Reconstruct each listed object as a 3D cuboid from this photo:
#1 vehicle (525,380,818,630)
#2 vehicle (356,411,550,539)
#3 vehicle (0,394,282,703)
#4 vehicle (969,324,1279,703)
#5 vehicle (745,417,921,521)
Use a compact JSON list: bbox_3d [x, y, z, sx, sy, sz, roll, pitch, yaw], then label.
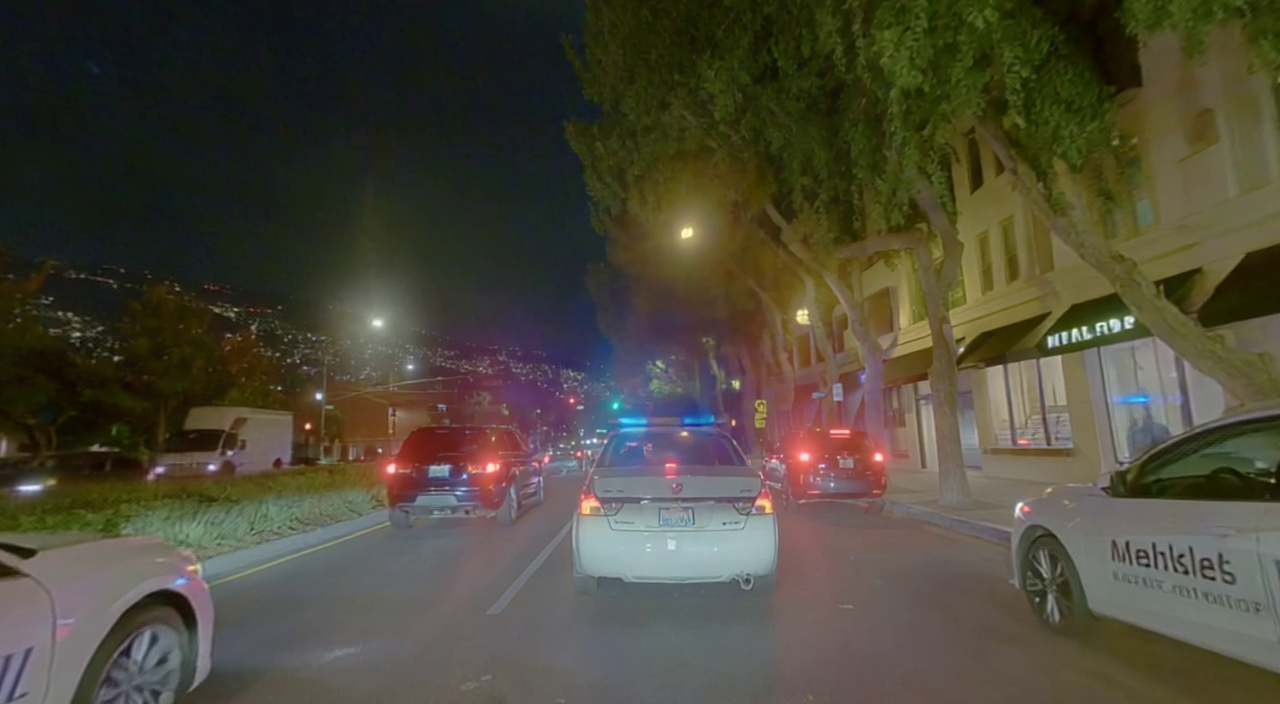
[{"bbox_3d":[0.215,1.386,6.578,2.075,1.770,4.018,0,-8,0],"label":"vehicle"},{"bbox_3d":[-2.986,2.093,11.296,2.135,1.806,4.514,0,-8,-1],"label":"vehicle"},{"bbox_3d":[-2.952,0.783,1.340,1.908,1.474,4.257,0,-8,-1],"label":"vehicle"},{"bbox_3d":[4.023,0.908,3.242,1.987,1.877,5.330,3,-8,2],"label":"vehicle"},{"bbox_3d":[4.034,2.590,14.531,2.038,1.865,5.786,1,-8,-2],"label":"vehicle"}]
